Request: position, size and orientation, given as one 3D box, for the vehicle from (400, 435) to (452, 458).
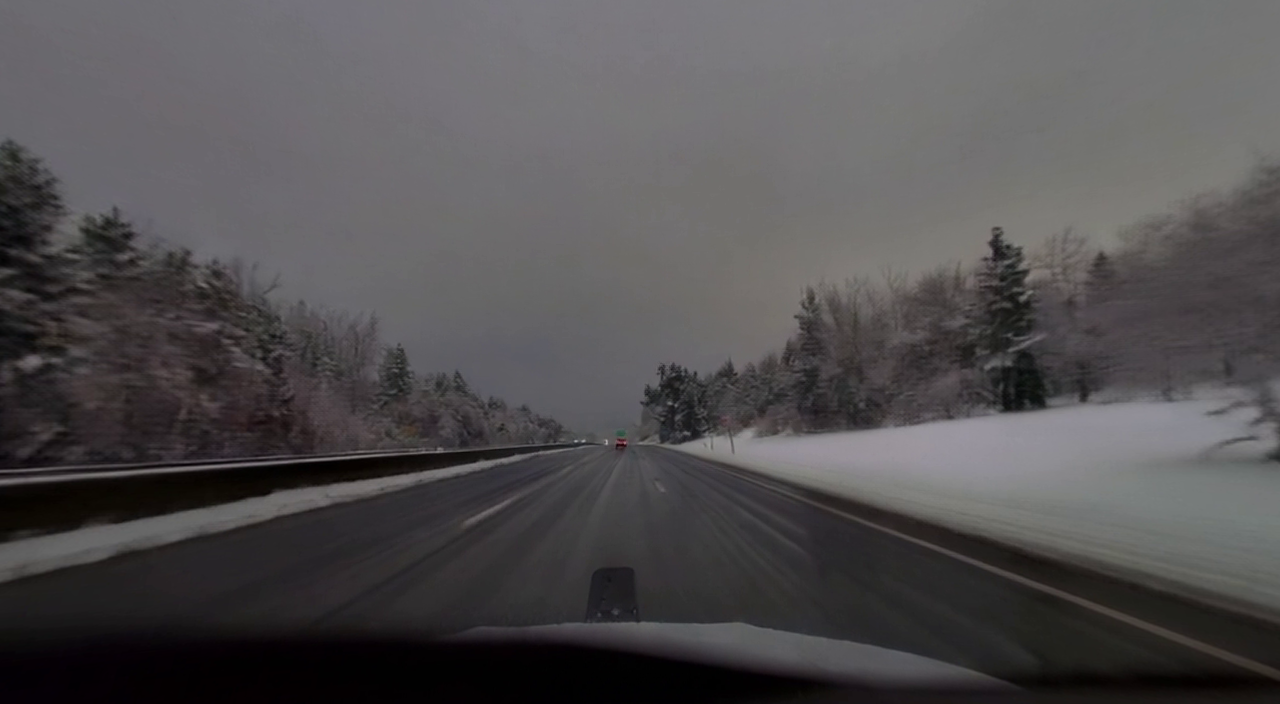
[{"bbox_3d":[-14.234,6.295,42.127,2.160,1.474,4.150,0,-8,-2],"label":"vehicle"}]
